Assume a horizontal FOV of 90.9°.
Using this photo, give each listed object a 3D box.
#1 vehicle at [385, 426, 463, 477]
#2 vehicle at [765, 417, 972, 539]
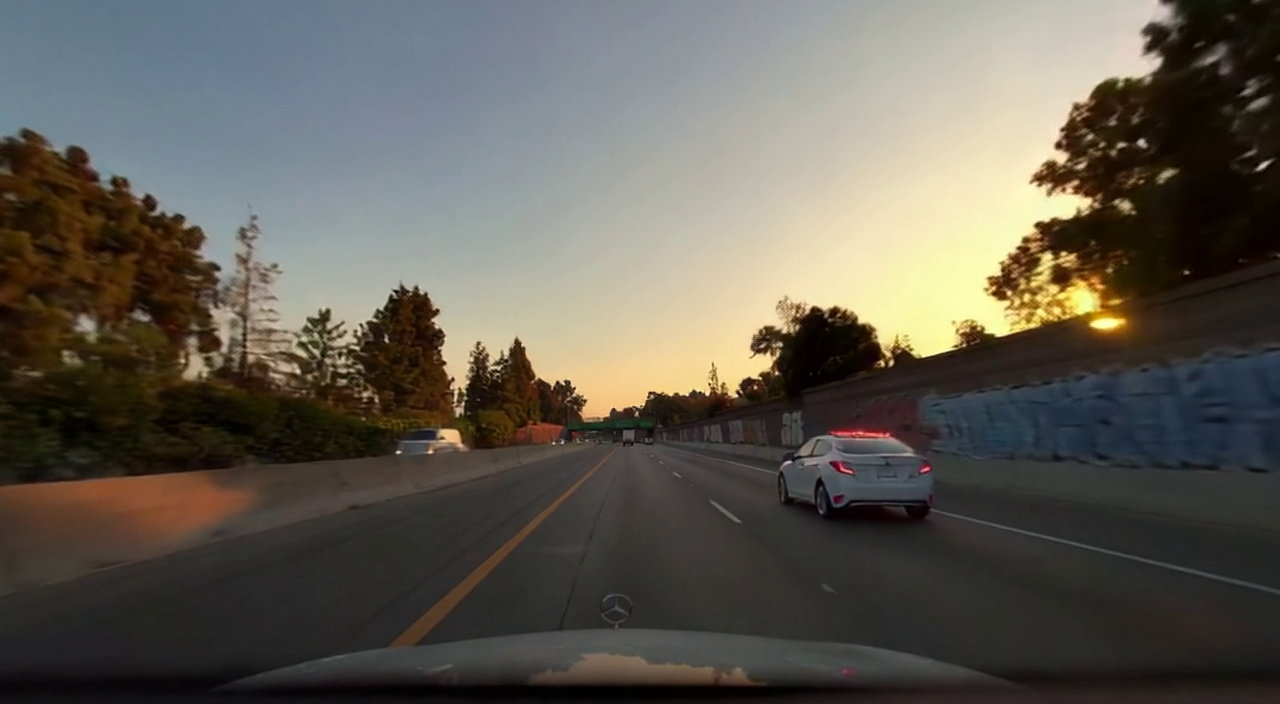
[{"bbox_3d":[-11.791,5.444,34.960,2.406,2.526,5.787,0,-8,-2],"label":"vehicle"},{"bbox_3d":[3.327,1.881,10.029,1.841,1.556,3.618,0,-8,-1],"label":"vehicle"}]
